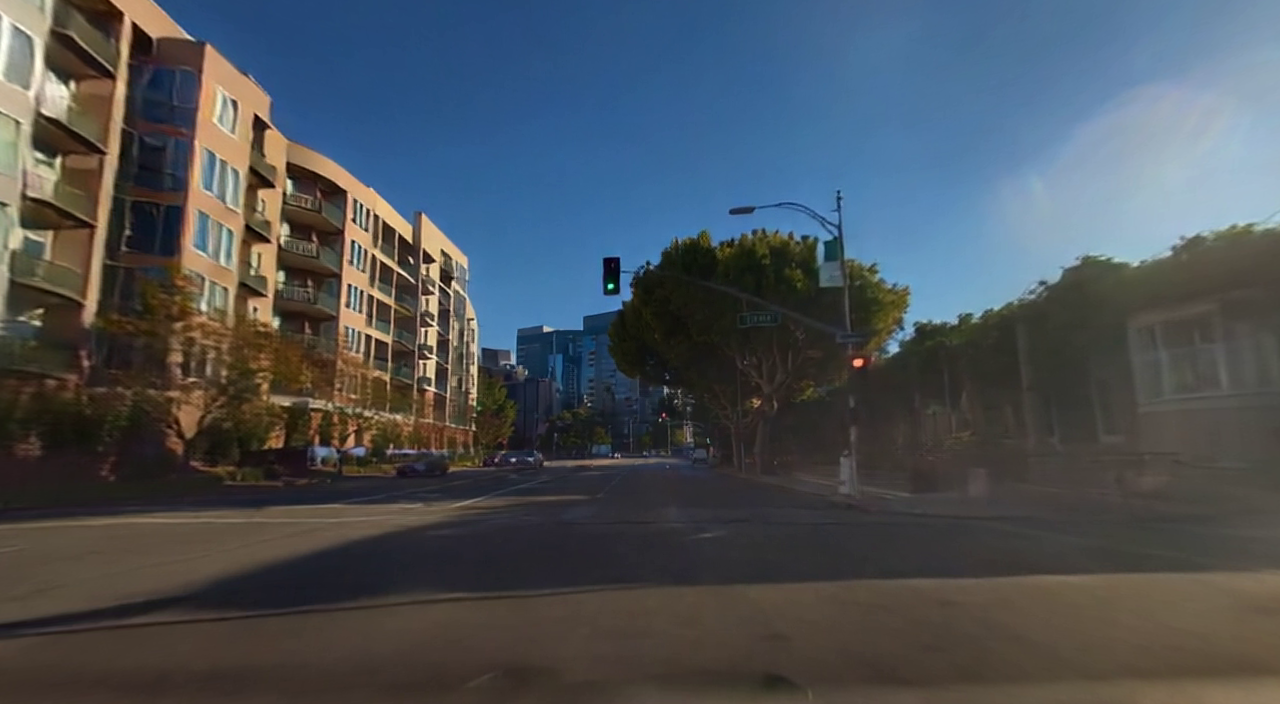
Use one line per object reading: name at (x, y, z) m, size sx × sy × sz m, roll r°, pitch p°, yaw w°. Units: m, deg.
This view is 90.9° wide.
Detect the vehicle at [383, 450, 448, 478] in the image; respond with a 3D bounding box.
vehicle at (-12.900, 6.449, 36.531) m, size 1.965 × 1.474 × 4.376 m, roll -1°, pitch -9°, yaw 4°

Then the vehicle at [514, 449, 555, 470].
vehicle at (-7.926, 8.107, 47.758) m, size 1.939 × 1.482 × 4.673 m, roll -1°, pitch -9°, yaw 5°
